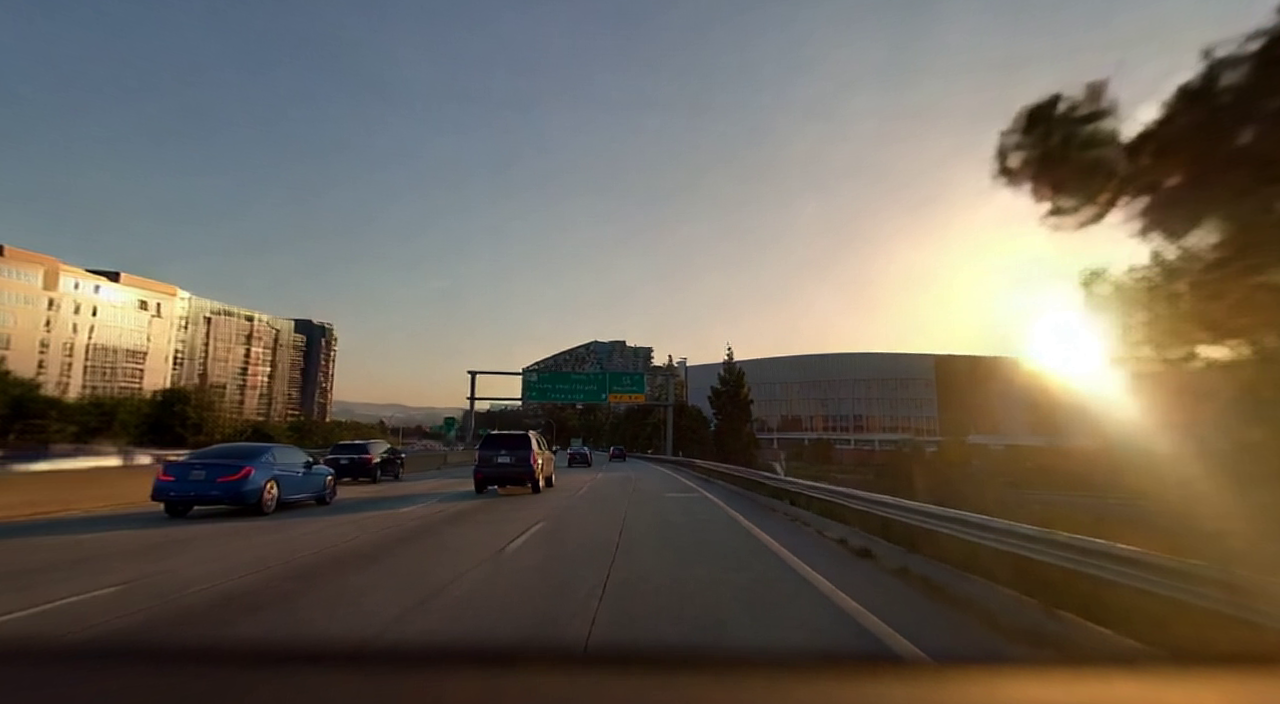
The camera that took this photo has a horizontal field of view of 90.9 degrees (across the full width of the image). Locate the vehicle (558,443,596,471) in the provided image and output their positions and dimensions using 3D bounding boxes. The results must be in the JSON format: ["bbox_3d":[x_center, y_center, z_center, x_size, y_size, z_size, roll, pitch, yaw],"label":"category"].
[{"bbox_3d":[-3.741,6.306,38.107,1.955,1.614,3.817,0,-8,0],"label":"vehicle"}]

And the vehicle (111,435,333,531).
[{"bbox_3d":[-7.512,2.335,11.796,1.796,1.509,3.393,0,-8,0],"label":"vehicle"}]

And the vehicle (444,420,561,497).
[{"bbox_3d":[-3.926,3.164,19.150,2.301,1.985,5.247,0,-8,1],"label":"vehicle"}]

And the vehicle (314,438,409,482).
[{"bbox_3d":[-11.456,4.426,26.300,1.919,1.665,4.394,0,-8,0],"label":"vehicle"}]
